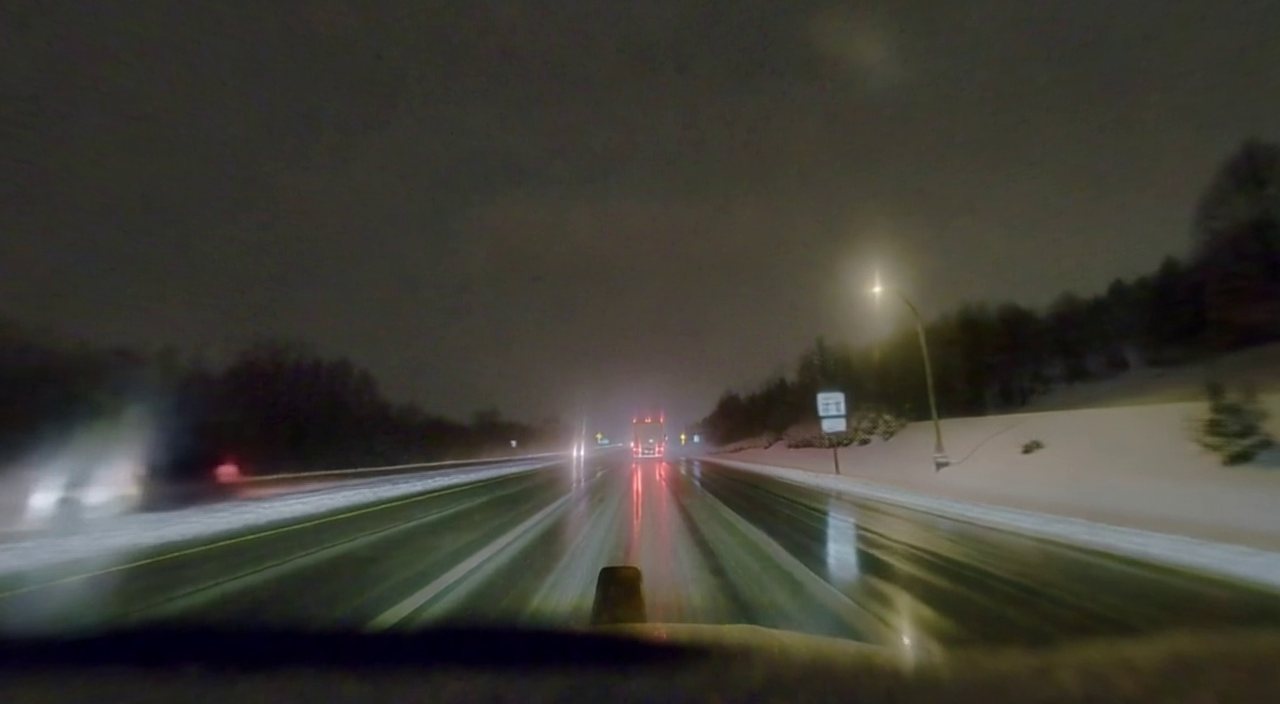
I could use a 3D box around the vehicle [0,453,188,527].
[{"bbox_3d":[-13.082,3.124,14.815,1.833,1.431,4.206,0,-9,0],"label":"vehicle"}]
